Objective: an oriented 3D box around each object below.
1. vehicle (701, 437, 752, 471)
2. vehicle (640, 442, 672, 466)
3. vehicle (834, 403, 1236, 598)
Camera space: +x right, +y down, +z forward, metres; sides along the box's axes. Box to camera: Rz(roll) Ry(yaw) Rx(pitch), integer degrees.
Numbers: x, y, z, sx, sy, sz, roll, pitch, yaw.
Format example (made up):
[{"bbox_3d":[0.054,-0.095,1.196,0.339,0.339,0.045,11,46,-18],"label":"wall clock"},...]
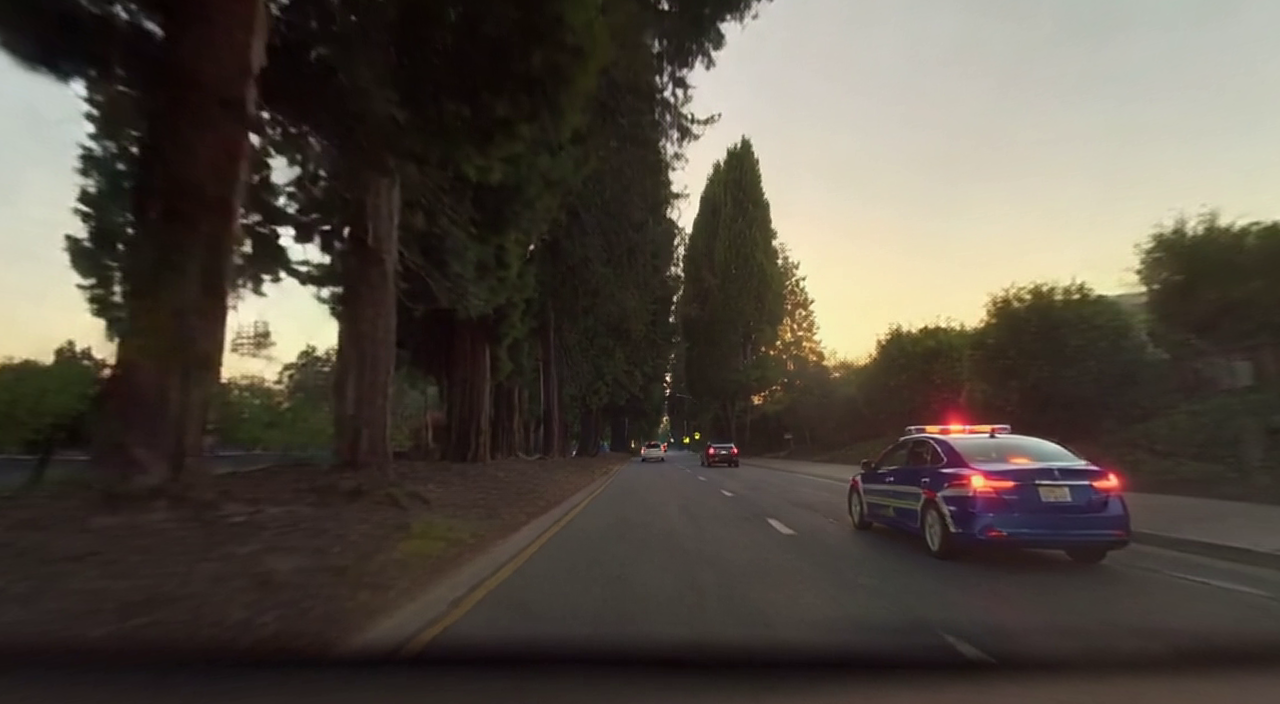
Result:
[{"bbox_3d":[4.554,5.407,33.673,2.110,1.666,3.912,0,-8,0],"label":"vehicle"},{"bbox_3d":[1.044,6.744,41.784,2.026,1.466,4.282,0,-8,1],"label":"vehicle"},{"bbox_3d":[4.007,1.566,7.483,2.052,1.639,4.123,0,-8,0],"label":"vehicle"}]
